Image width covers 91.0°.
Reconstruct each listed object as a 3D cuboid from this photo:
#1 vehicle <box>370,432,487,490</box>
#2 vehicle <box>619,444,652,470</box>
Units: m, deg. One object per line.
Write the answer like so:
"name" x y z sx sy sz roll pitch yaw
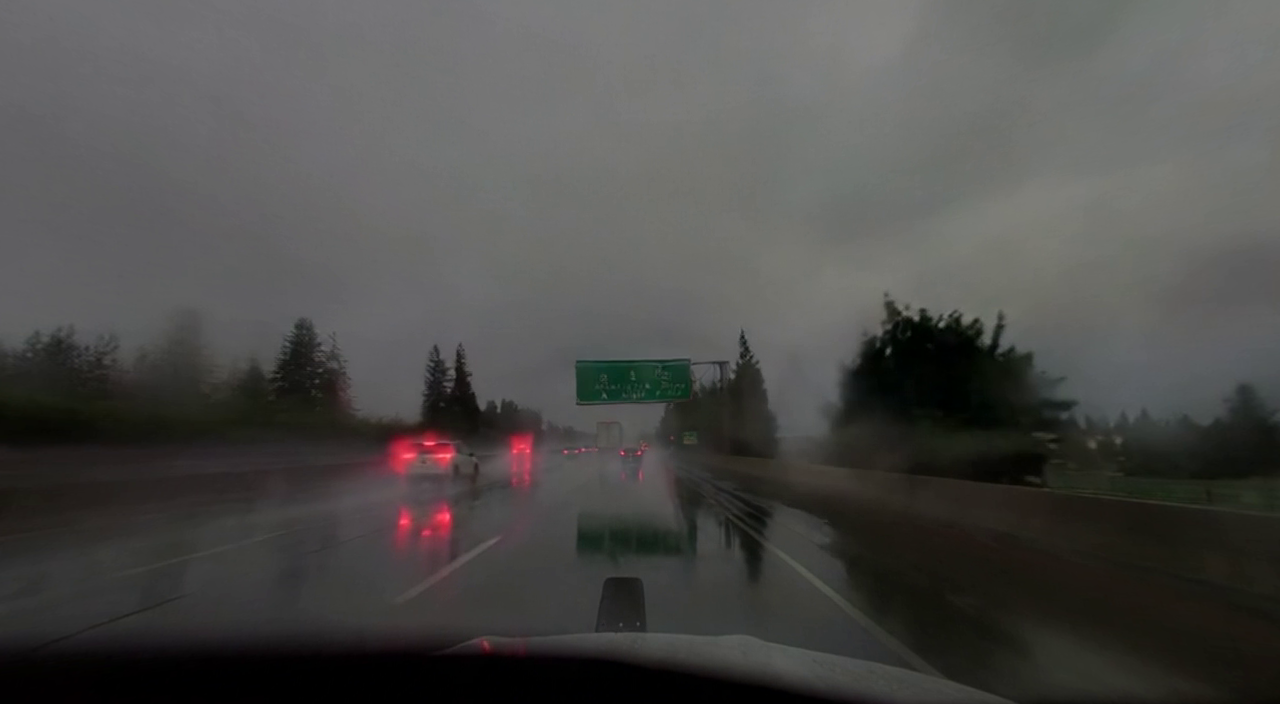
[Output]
"vehicle" -7.263 3.793 22.381 2.115 1.778 5.572 0 -8 1
"vehicle" -0.247 6.647 40.000 1.931 1.528 4.126 0 -8 1
